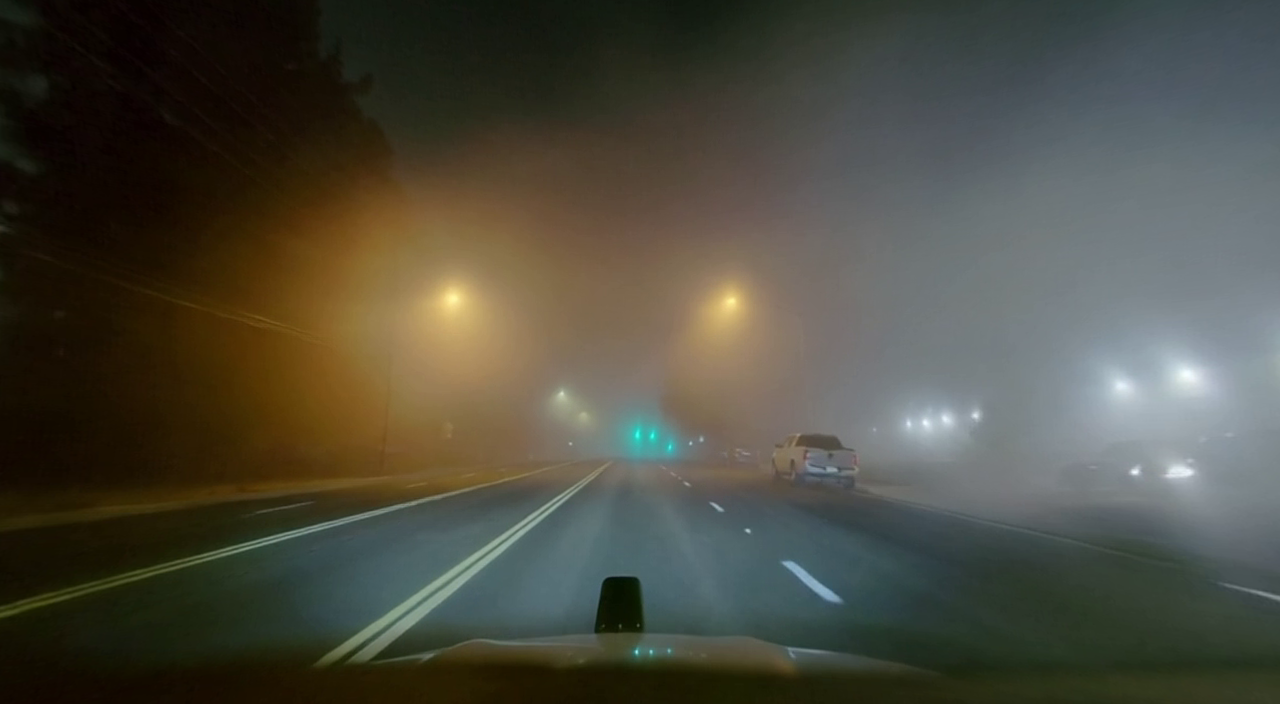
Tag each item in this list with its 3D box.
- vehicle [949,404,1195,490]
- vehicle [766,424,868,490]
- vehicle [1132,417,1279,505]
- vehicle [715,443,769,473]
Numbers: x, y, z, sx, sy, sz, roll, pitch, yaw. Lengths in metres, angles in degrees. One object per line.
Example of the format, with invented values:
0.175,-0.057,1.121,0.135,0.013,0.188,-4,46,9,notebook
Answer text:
15.768,3.506,23.501,6.969,2.929,2.793,0,-8,0,vehicle
6.348,3.850,23.506,2.275,2.132,5.726,0,-9,2,vehicle
14.374,2.435,14.296,4.637,1.842,2.016,-1,-9,2,vehicle
5.994,6.307,37.704,2.282,1.566,4.705,-1,-9,-2,vehicle
